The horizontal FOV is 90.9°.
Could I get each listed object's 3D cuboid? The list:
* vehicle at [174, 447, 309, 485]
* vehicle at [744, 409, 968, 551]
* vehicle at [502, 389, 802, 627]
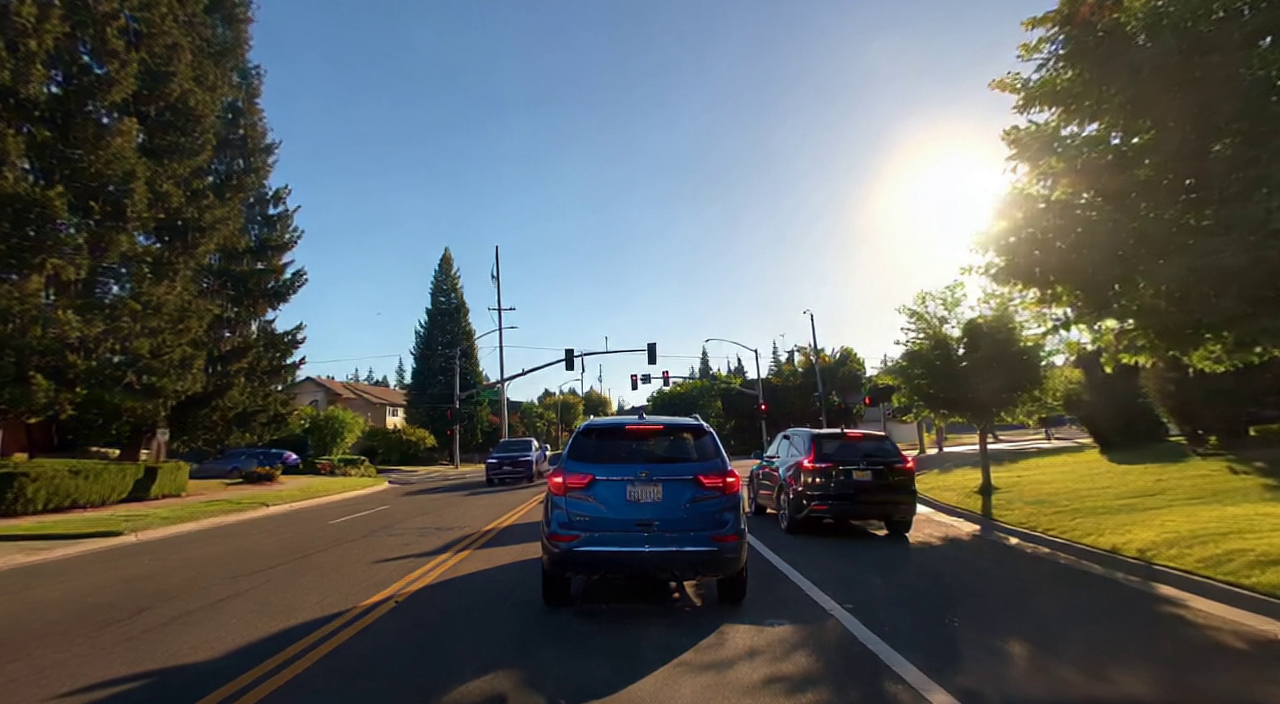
[{"bbox_3d":[-16.171,4.629,25.719,4.245,1.446,1.827,0,-8,1],"label":"vehicle"},{"bbox_3d":[3.068,1.919,10.109,1.967,1.756,4.281,0,-8,-1],"label":"vehicle"},{"bbox_3d":[0.059,1.421,6.662,2.151,1.695,4.100,0,-8,-1],"label":"vehicle"}]
